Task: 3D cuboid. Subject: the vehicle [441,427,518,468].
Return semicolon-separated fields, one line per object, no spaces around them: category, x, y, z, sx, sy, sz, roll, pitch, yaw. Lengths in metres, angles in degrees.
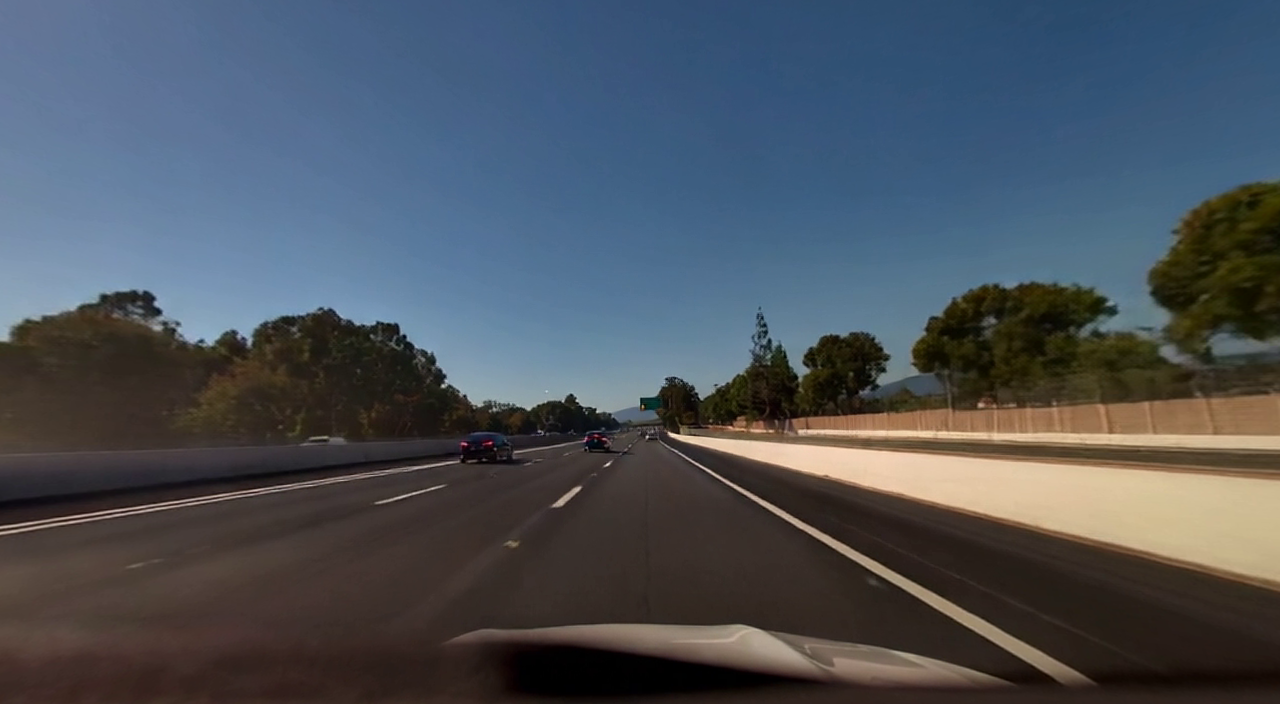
vehicle;-6.882;4.127;27.499;2.113;1.632;4.409;0;-8;1

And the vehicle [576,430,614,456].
vehicle;-2.888;5.977;41.356;2.064;1.571;4.225;0;-8;1

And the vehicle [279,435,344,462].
vehicle;-23.774;6.969;45.725;2.071;1.800;4.743;0;-8;1
